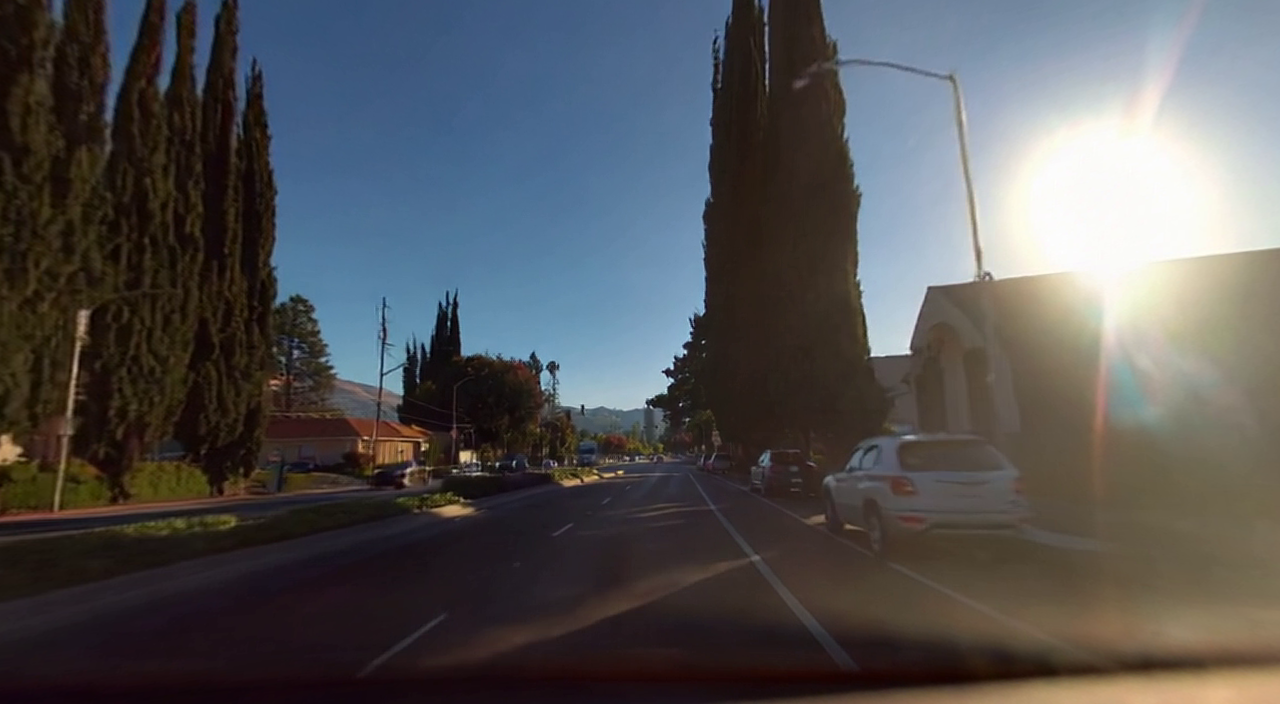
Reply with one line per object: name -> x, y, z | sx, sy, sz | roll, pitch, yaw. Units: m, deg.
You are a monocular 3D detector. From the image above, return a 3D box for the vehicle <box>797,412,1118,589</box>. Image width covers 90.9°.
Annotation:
vehicle -> 3.915, 1.923, 9.194 | 2.166, 1.798, 5.256 | -1, -8, 3

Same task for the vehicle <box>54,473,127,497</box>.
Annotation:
vehicle -> -42.898, 10.368, 49.254 | 4.398, 1.639, 1.919 | -2, -9, 11

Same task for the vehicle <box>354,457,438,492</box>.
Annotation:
vehicle -> -11.832, 5.958, 30.995 | 1.999, 1.467, 4.618 | -1, -8, 4

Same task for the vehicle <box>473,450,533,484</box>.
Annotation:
vehicle -> -7.526, 6.352, 35.197 | 2.331, 1.696, 4.861 | 0, -8, -1
